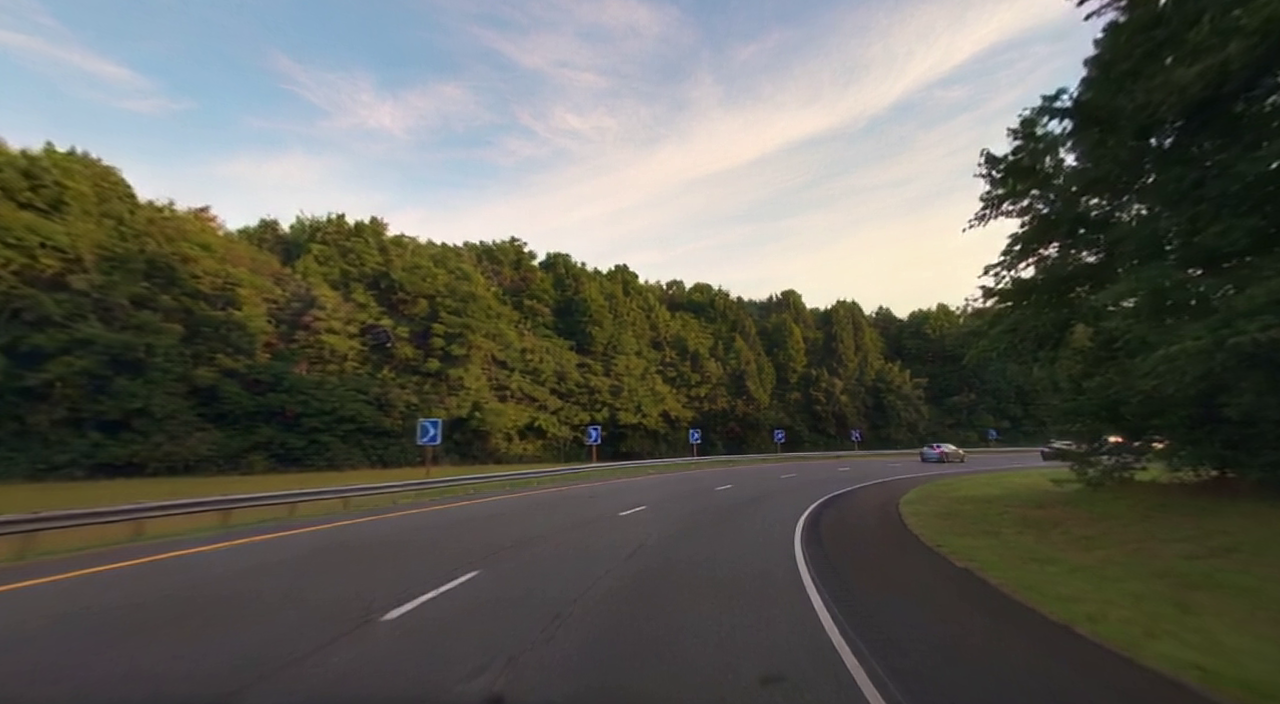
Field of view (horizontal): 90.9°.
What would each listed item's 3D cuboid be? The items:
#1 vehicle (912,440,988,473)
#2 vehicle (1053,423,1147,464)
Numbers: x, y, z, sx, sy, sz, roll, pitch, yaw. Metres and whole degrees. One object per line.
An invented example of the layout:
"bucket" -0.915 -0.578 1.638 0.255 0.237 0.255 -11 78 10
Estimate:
"vehicle" 17.354 5.806 35.160 4.325 1.674 2.221 8 -12 -41
"vehicle" 33.405 6.676 45.776 5.981 2.823 2.498 3 -10 -21
